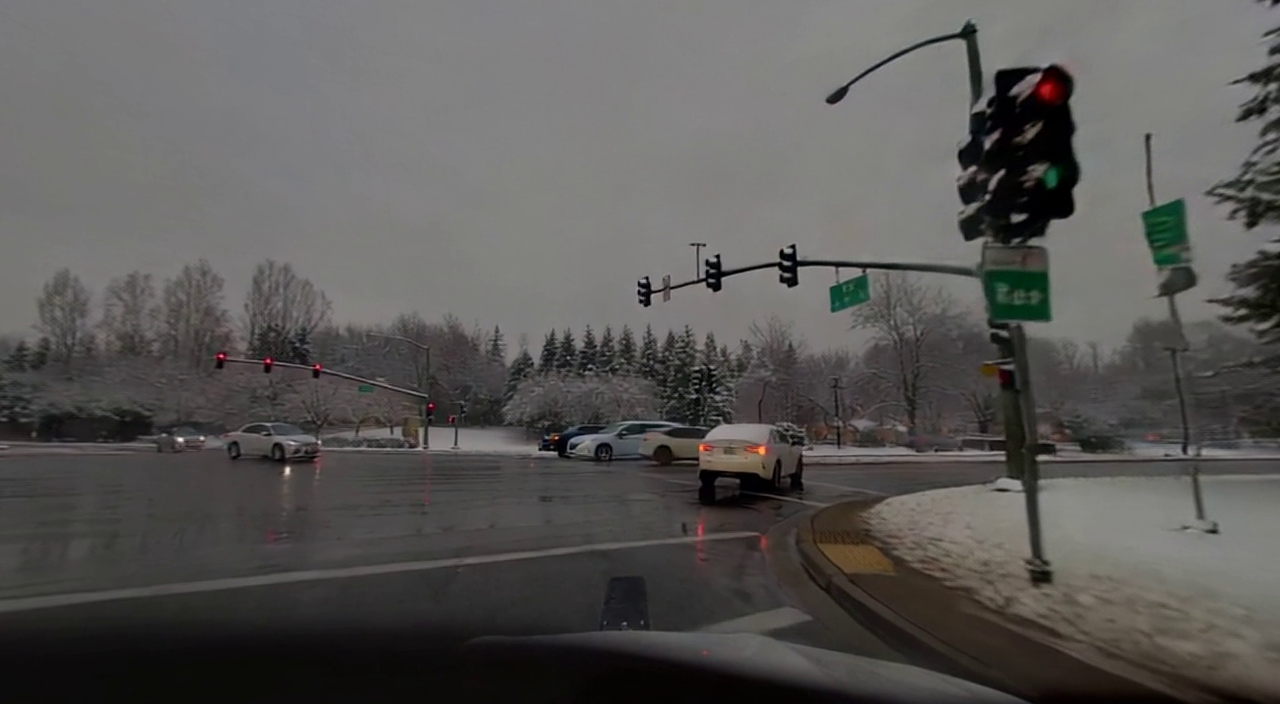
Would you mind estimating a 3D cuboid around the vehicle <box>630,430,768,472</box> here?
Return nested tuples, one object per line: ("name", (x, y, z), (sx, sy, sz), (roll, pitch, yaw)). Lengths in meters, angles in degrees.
("vehicle", (1.980, 3.416, 21.956), (4.425, 1.366, 1.865), (1, -8, -8))

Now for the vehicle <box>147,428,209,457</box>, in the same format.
("vehicle", (-31.111, 6.067, 42.367), (2.450, 1.807, 5.332), (8, -12, -44))

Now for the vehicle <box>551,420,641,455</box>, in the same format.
("vehicle", (-2.329, 4.591, 33.657), (4.360, 1.749, 1.895), (5, -10, -30))

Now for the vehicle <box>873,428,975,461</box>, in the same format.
("vehicle", (13.701, 4.423, 30.304), (5.032, 1.473, 1.827), (5, -10, -30))

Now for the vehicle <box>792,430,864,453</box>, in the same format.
("vehicle", (12.274, 5.822, 41.119), (4.457, 1.429, 1.862), (4, -9, -28))

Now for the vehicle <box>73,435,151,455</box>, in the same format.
("vehicle", (-41.774, 7.354, 49.894), (4.826, 1.484, 2.000), (-2, -8, 10))

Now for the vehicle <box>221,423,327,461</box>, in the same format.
("vehicle", (-15.129, 3.728, 25.955), (4.686, 1.425, 2.018), (-7, -10, 37))
